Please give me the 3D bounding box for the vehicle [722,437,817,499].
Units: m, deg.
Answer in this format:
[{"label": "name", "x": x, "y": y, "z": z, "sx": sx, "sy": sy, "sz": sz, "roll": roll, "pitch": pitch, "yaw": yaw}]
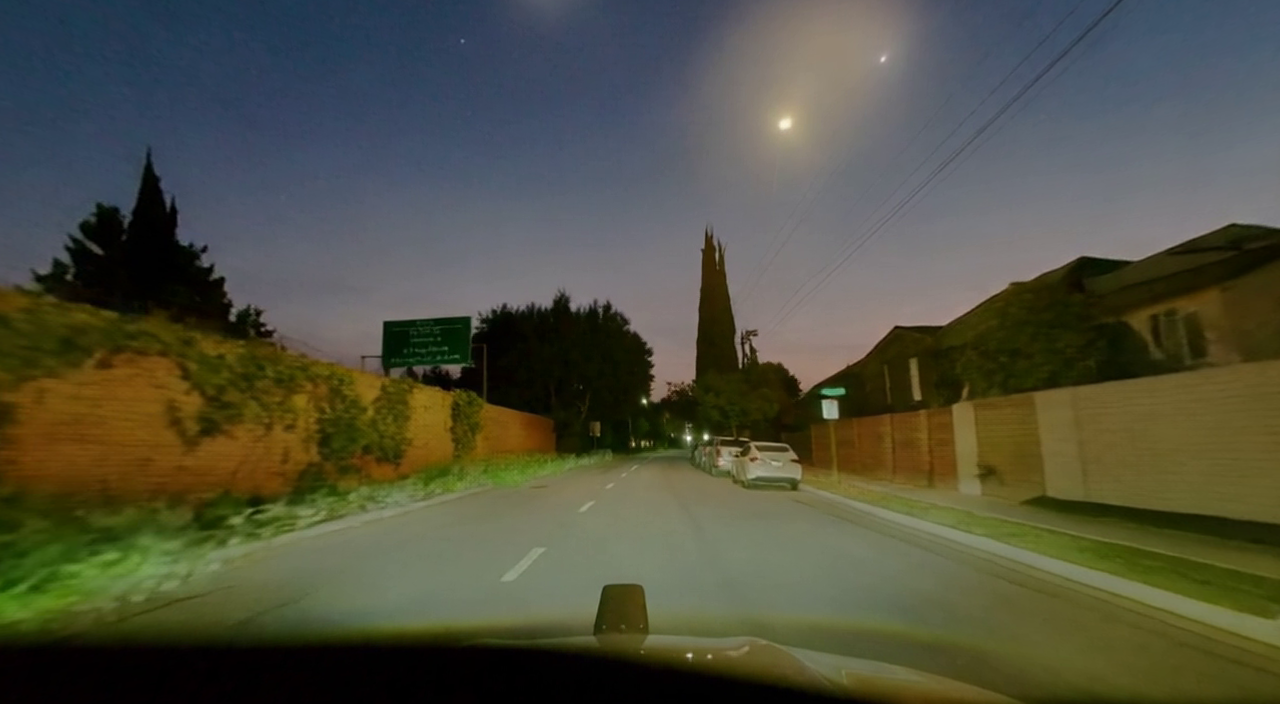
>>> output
[{"label": "vehicle", "x": 3.918, "y": 3.553, "z": 20.011, "sx": 2.048, "sy": 1.596, "sz": 5.543, "roll": 2, "pitch": -8, "yaw": 2}]
